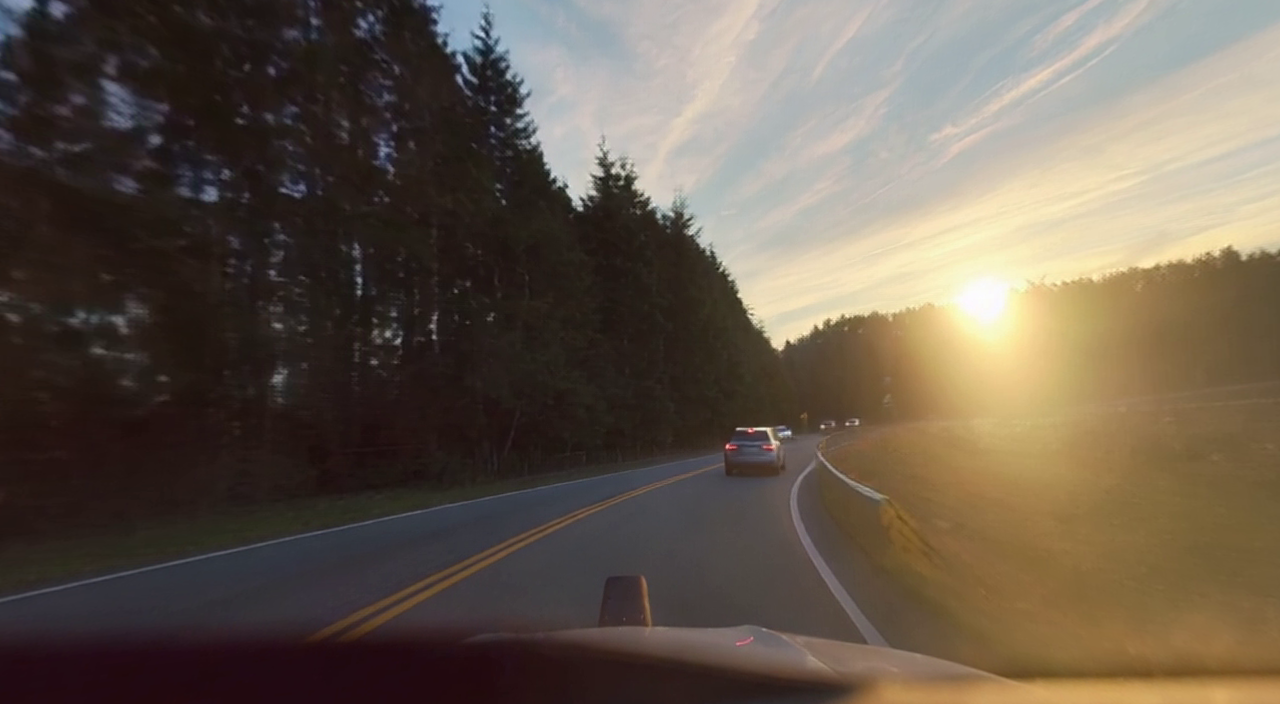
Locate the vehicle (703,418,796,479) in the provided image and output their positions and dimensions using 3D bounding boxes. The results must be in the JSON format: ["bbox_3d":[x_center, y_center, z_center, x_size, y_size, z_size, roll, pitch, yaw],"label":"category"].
[{"bbox_3d":[3.418,2.891,19.008,2.274,1.583,4.349,-2,-9,15],"label":"vehicle"}]
